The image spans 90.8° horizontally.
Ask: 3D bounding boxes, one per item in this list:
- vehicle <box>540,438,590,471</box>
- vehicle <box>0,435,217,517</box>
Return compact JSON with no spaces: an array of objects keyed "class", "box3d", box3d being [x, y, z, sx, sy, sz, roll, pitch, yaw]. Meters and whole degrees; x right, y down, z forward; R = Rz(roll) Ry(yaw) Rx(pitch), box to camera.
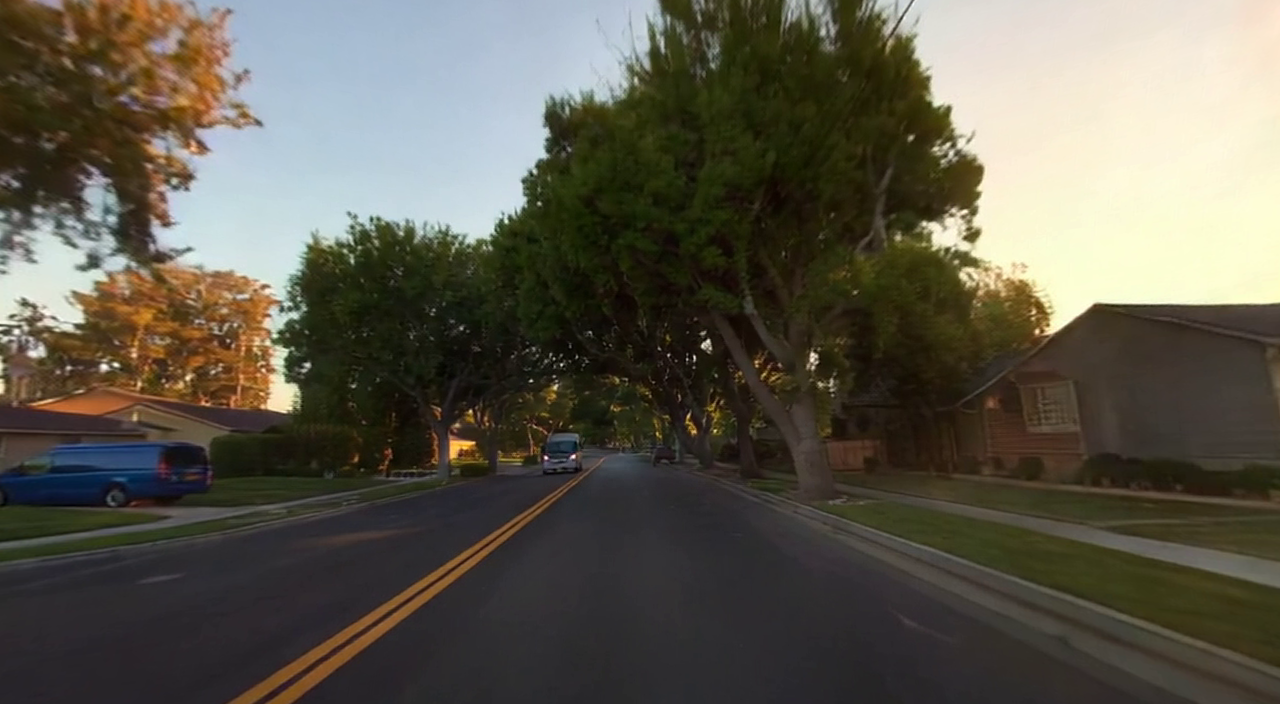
[{"class":"vehicle","box3d":[-4.397,6.154,38.021,2.303,1.813,5.660,0,-8,0]},{"class":"vehicle","box3d":[-14.444,3.175,16.710,2.145,1.839,4.837,-6,-10,33]}]
